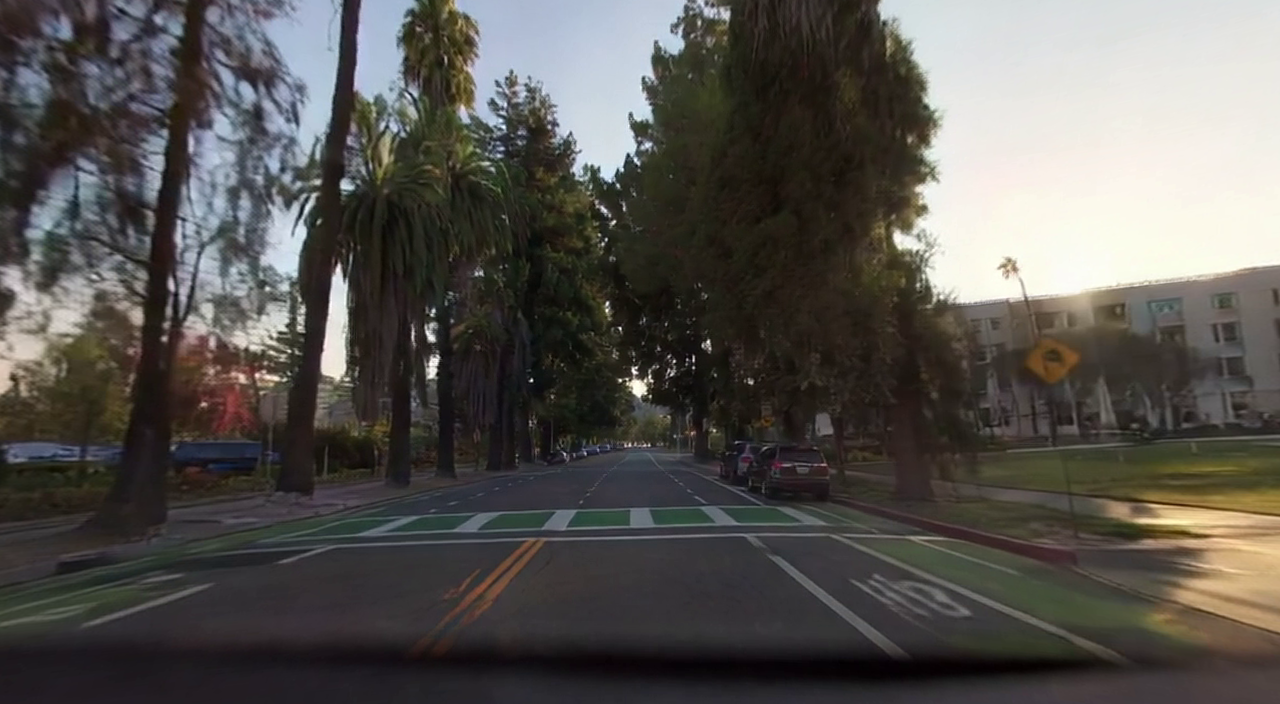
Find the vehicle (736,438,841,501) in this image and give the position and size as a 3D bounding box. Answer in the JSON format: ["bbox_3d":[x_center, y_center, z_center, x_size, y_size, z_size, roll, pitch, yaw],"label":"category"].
[{"bbox_3d":[4.295,3.489,19.102,1.997,1.640,4.494,0,-9,-1],"label":"vehicle"}]
